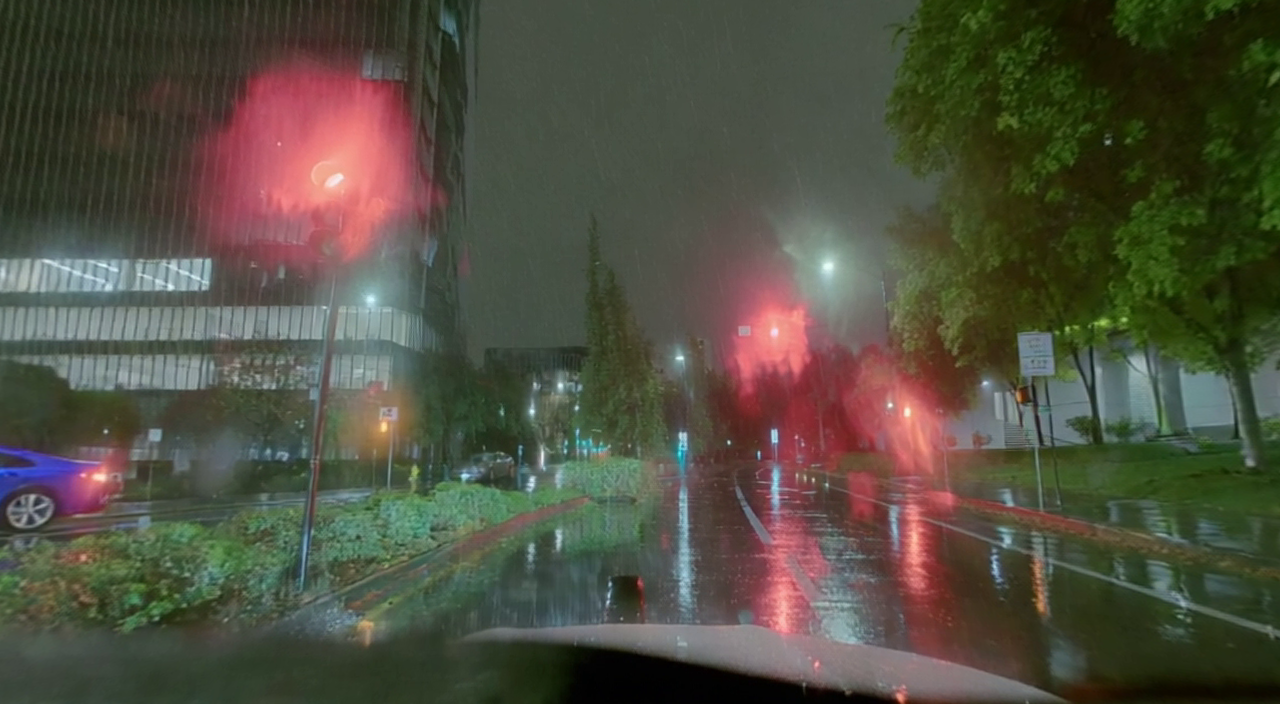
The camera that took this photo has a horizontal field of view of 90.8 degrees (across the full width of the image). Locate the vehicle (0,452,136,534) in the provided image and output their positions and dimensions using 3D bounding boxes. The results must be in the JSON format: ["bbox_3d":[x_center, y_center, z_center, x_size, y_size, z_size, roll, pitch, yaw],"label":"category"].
[{"bbox_3d":[-12.882,2.719,12.306,4.598,1.490,1.816,7,-11,-40],"label":"vehicle"}]

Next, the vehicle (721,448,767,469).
[{"bbox_3d":[7.872,8.119,48.414,1.829,1.440,4.384,2,-9,-14],"label":"vehicle"}]
